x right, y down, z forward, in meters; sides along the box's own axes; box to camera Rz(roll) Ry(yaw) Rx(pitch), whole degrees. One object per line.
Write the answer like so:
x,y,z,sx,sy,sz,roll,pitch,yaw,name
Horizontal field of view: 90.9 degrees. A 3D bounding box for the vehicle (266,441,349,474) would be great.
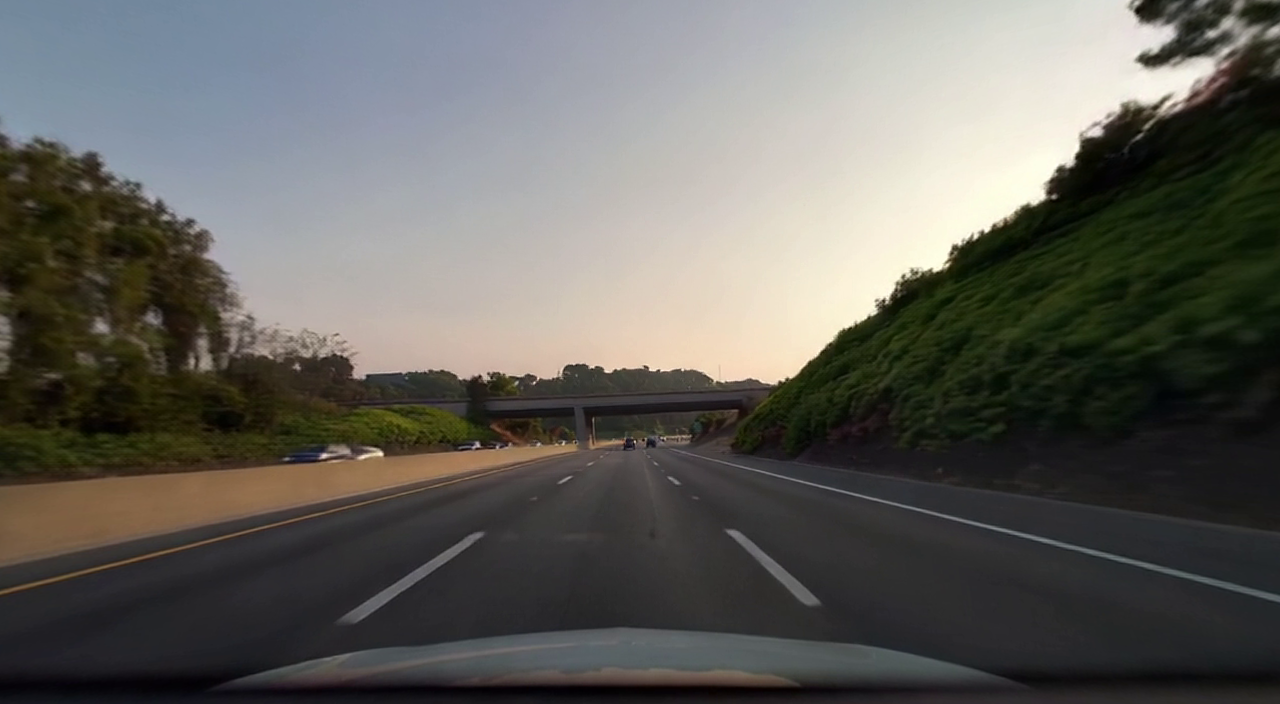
-16.702,5.290,31.963,1.847,1.481,4.445,0,-8,-1,vehicle
